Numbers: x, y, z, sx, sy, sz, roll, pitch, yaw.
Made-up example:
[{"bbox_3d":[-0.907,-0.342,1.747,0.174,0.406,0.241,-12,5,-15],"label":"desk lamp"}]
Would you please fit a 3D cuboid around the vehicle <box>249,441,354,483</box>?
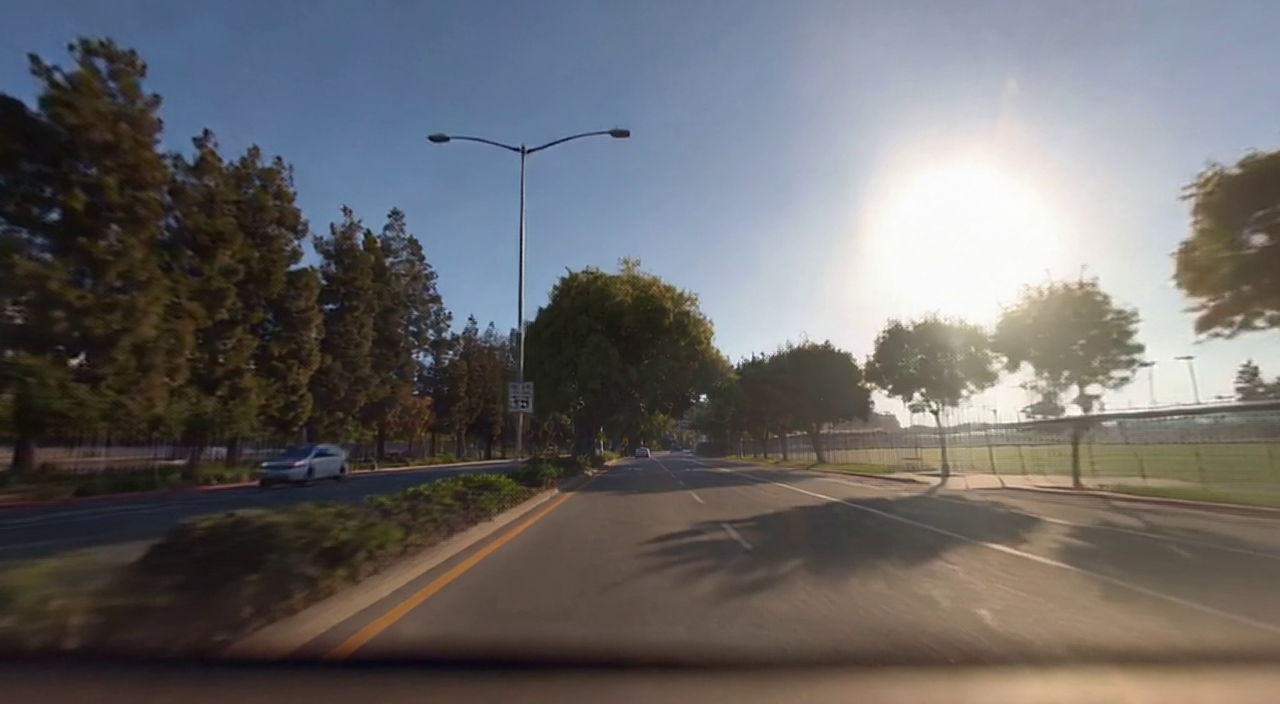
[{"bbox_3d":[-16.439,5.354,31.031,2.511,1.881,4.658,0,-8,1],"label":"vehicle"}]
